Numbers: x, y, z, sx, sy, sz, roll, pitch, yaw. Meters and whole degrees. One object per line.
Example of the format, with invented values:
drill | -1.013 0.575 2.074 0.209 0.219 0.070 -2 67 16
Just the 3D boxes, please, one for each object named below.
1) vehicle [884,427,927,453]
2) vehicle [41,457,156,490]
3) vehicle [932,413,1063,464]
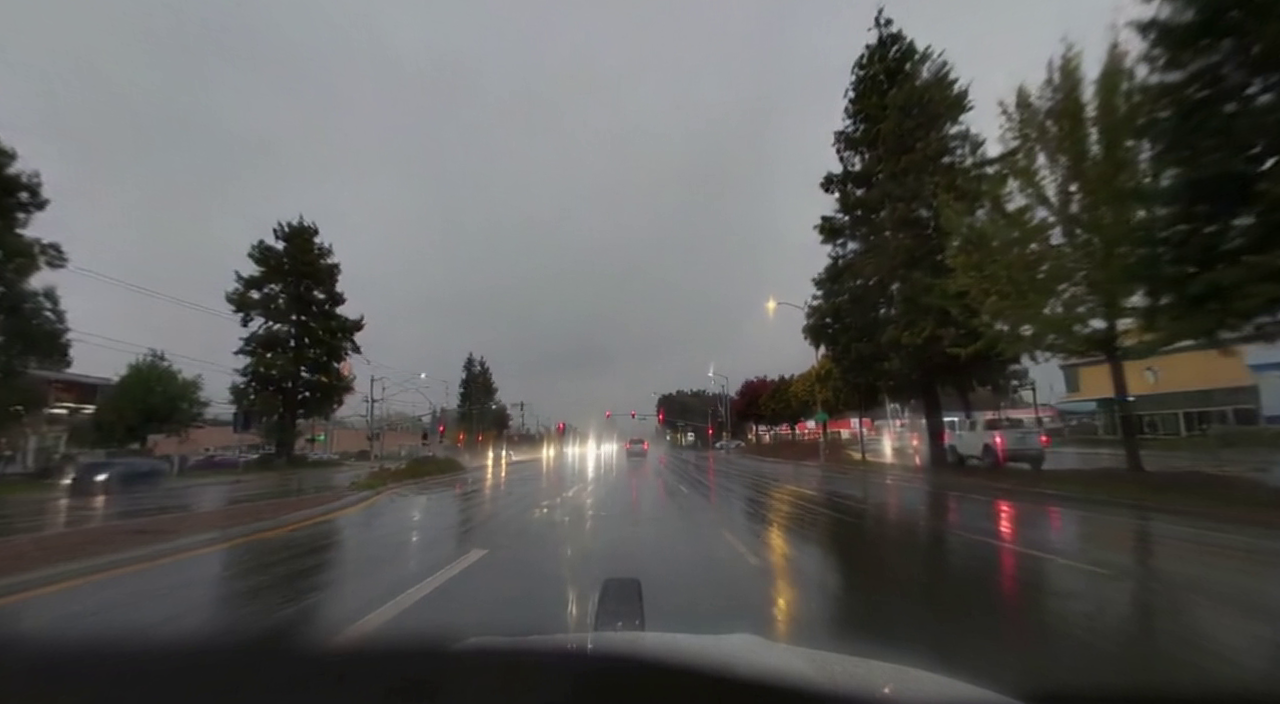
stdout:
vehicle | 17.793 5.932 42.505 1.944 1.646 4.594 -3 -9 14
vehicle | -26.882 6.016 31.583 1.865 1.453 4.391 0 -8 0
vehicle | 14.038 3.493 25.386 2.249 1.793 5.763 -1 -8 4
